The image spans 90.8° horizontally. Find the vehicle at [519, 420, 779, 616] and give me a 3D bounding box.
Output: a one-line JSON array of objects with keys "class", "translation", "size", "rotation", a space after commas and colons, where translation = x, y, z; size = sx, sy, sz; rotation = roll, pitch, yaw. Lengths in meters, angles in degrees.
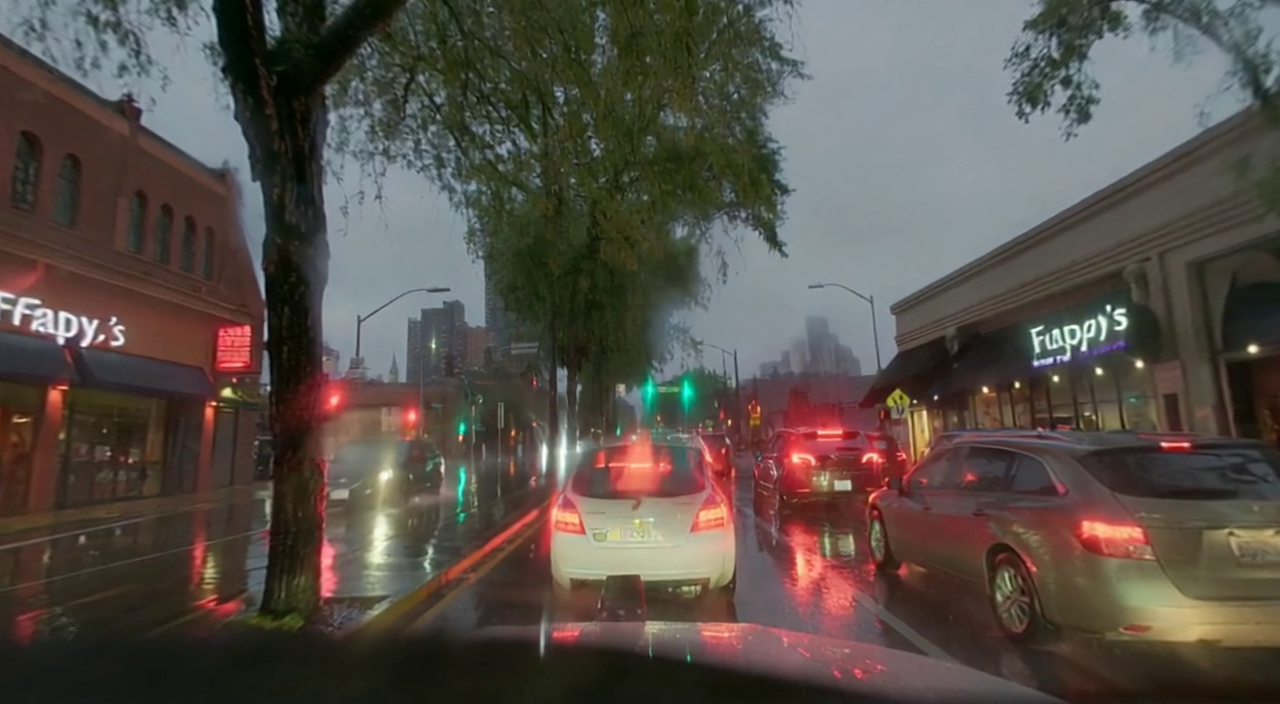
[{"class": "vehicle", "translation": [0.057, 1.553, 6.720], "size": [2.006, 1.487, 3.535], "rotation": [0, -9, 0]}]

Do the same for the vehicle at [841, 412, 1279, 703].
[{"class": "vehicle", "translation": [3.392, 1.374, 5.398], "size": [1.988, 1.480, 4.195], "rotation": [0, -9, 0]}]

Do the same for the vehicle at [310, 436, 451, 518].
[{"class": "vehicle", "translation": [-5.694, 2.764, 14.572], "size": [1.898, 1.542, 4.689], "rotation": [1, -9, -9]}]
